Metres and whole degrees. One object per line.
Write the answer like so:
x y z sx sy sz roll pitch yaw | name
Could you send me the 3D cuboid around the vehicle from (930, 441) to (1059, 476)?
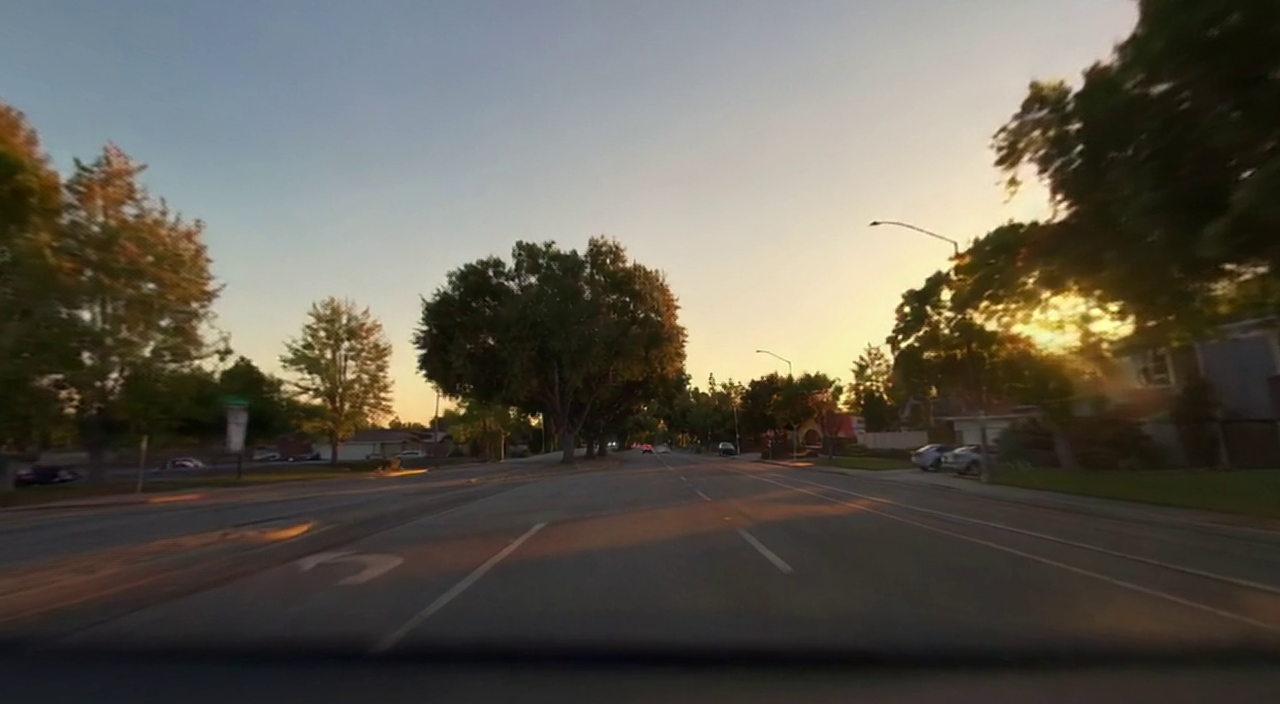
15.892 4.800 28.526 4.592 1.472 2.009 0 -9 -1 | vehicle
